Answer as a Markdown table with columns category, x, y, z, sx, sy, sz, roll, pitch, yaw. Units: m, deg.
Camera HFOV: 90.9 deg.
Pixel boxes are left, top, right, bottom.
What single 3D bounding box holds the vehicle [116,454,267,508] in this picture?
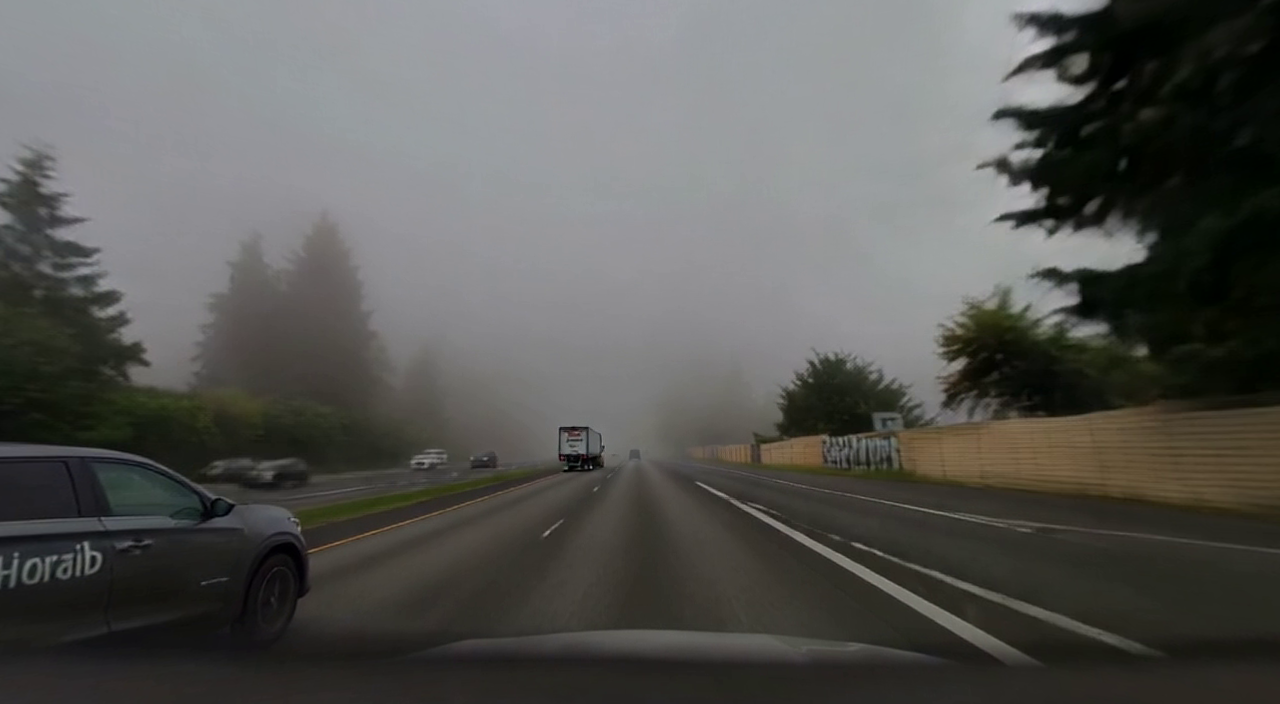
| category | x | y | z | sx | sy | sz | roll | pitch | yaw |
| --- | --- | --- | --- | --- | --- | --- | --- | --- | --- |
| vehicle | -13.383 | 3.822 | 19.100 | 1.849 | 1.408 | 3.676 | 0 | -9 | 0 |

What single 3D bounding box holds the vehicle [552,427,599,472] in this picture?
| category | x | y | z | sx | sy | sz | roll | pitch | yaw |
| --- | --- | --- | --- | --- | --- | --- | --- | --- | --- |
| vehicle | -3.850 | 5.985 | 38.753 | 2.305 | 2.517 | 5.486 | 0 | -9 | 0 |
